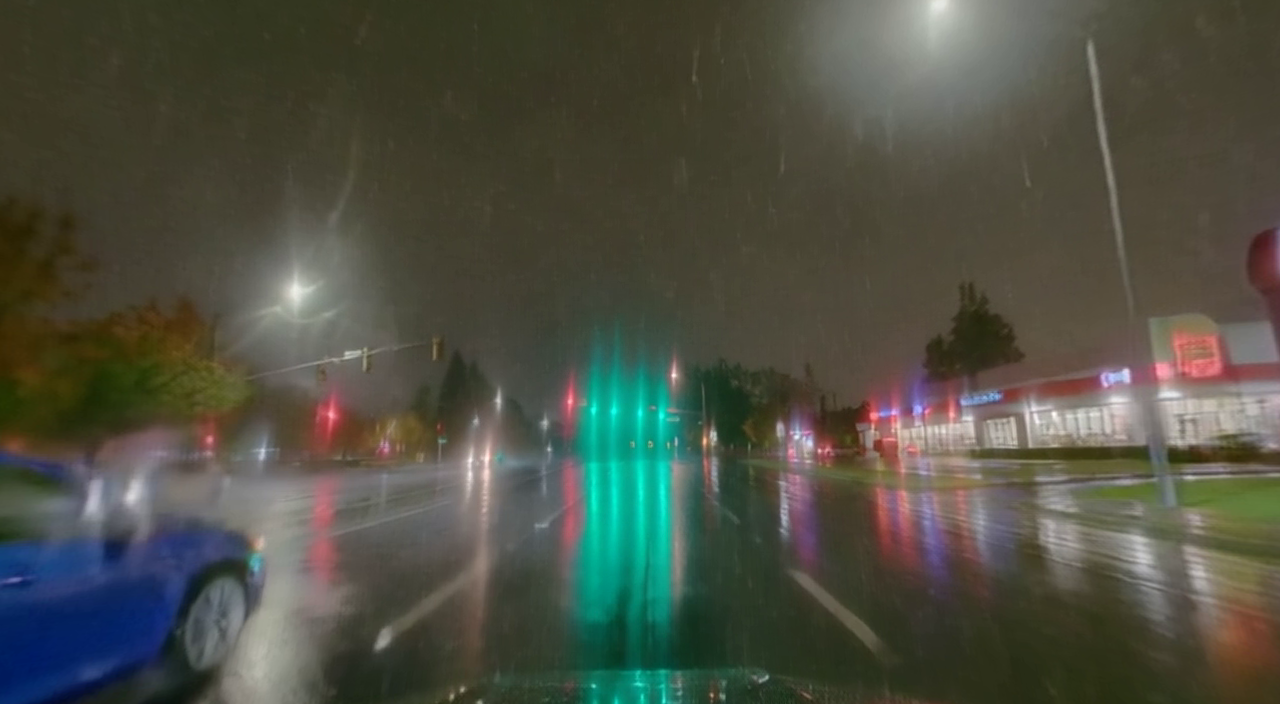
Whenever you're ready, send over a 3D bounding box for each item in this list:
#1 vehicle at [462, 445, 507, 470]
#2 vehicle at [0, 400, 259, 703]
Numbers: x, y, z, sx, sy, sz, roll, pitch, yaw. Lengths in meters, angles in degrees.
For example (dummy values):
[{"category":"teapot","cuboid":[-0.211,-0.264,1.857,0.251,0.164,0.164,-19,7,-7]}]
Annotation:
[{"category":"vehicle","cuboid":[-11.343,7.716,46.354,2.070,1.738,4.485,0,-8,1]},{"category":"vehicle","cuboid":[-3.059,0.741,0.941,2.082,1.460,4.636,0,-8,0]}]
